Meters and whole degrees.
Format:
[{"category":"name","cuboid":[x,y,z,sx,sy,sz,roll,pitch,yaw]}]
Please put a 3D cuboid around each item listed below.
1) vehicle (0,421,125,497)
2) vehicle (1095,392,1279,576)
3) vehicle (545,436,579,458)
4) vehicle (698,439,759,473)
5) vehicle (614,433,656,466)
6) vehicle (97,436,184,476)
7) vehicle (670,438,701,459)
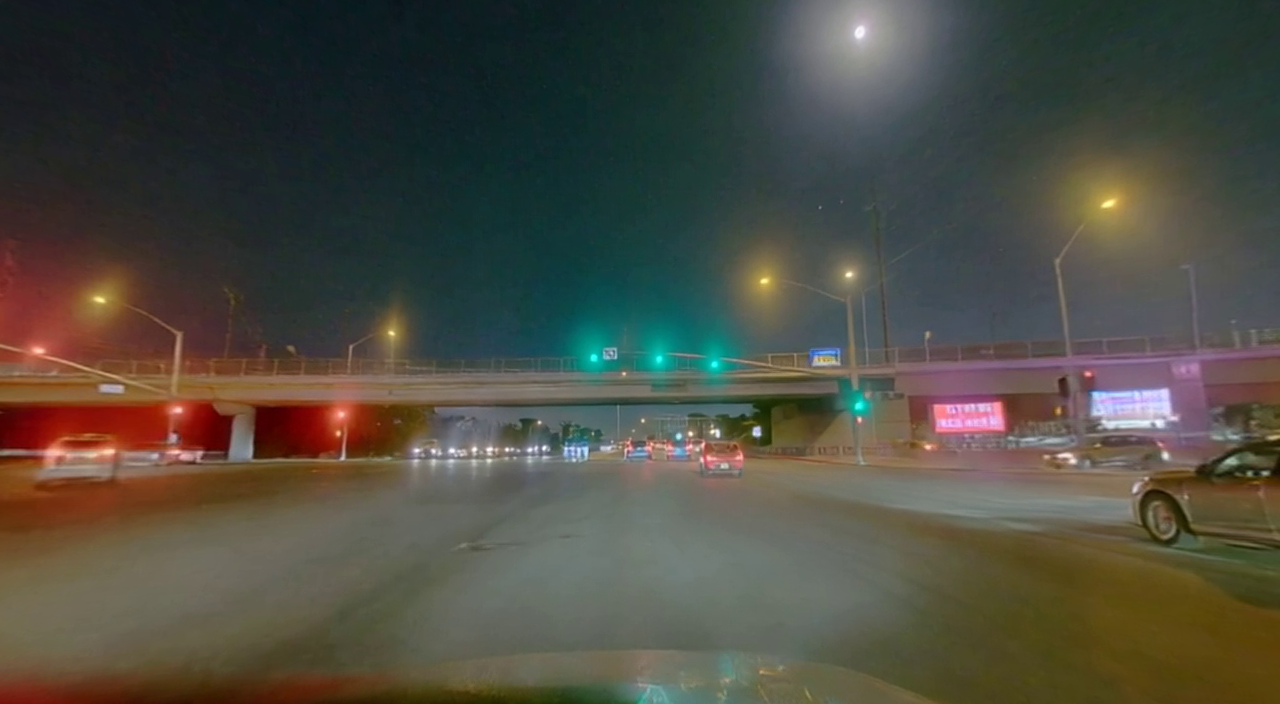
[{"category":"vehicle","cuboid":[-18.069,3.254,19.632,2.485,2.012,5.498,8,-11,-43]},{"category":"vehicle","cuboid":[6.785,1.224,5.854,1.964,1.647,4.114,0,-8,0]},{"category":"vehicle","cuboid":[-5.972,7.386,48.461,1.971,1.542,4.377,-1,-10,2]},{"category":"vehicle","cuboid":[3.931,4.703,28.732,2.156,1.404,4.120,0,-8,0]},{"category":"vehicle","cuboid":[-0.250,5.323,34.511,2.172,1.694,4.055,0,-8,1]},{"category":"vehicle","cuboid":[-23.378,4.804,29.305,4.300,1.666,2.094,-5,-11,38]},{"category":"vehicle","cuboid":[3.492,7.496,49.002,2.119,1.509,4.495,0,-8,0]}]
